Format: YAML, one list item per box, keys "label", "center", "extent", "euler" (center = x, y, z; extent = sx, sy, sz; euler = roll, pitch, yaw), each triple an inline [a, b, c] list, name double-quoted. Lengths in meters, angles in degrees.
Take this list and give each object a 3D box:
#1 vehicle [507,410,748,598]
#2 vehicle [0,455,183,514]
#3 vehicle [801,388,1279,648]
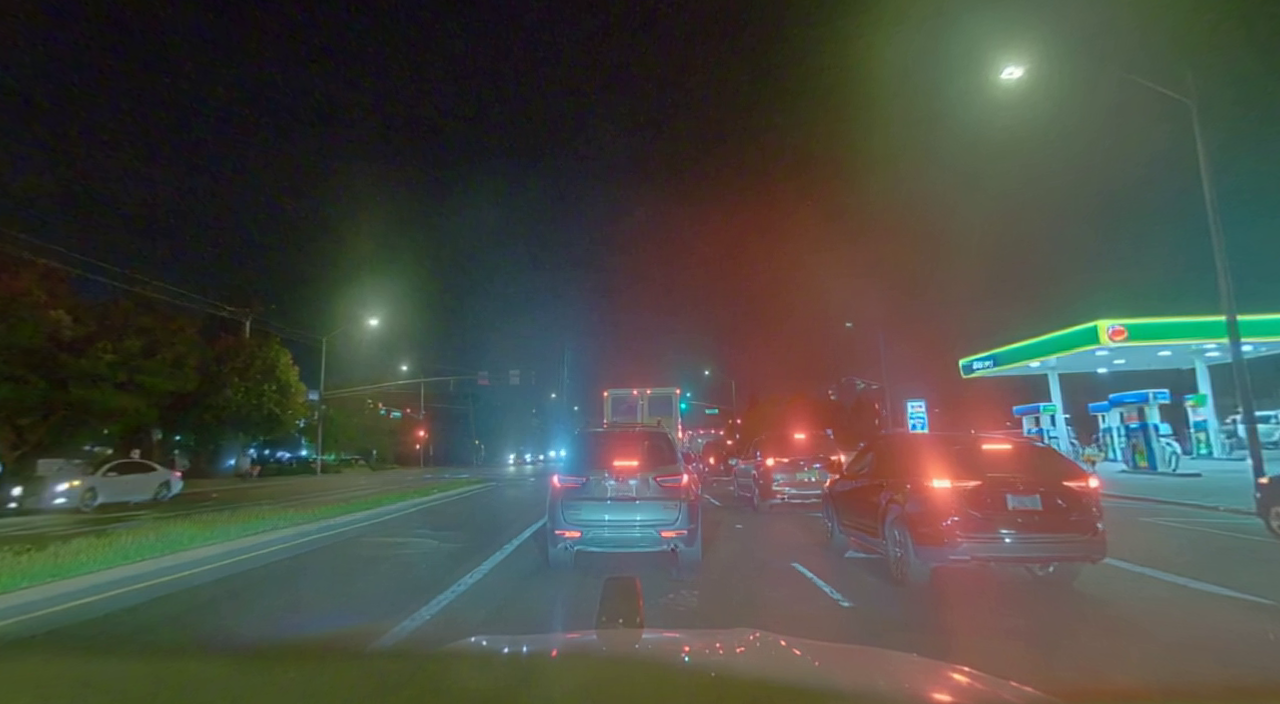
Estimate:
- label: "vehicle"
  center: [-0.150, 1.612, 7.463]
  extent: [2.106, 1.613, 3.697]
  euler: [0, -9, -1]
- label: "vehicle"
  center: [-17.946, 4.296, 21.007]
  extent: [2.137, 1.635, 4.457]
  euler: [0, -9, 0]
- label: "vehicle"
  center: [3.360, 1.420, 6.472]
  extent: [2.056, 1.700, 4.399]
  euler: [0, -9, -3]
